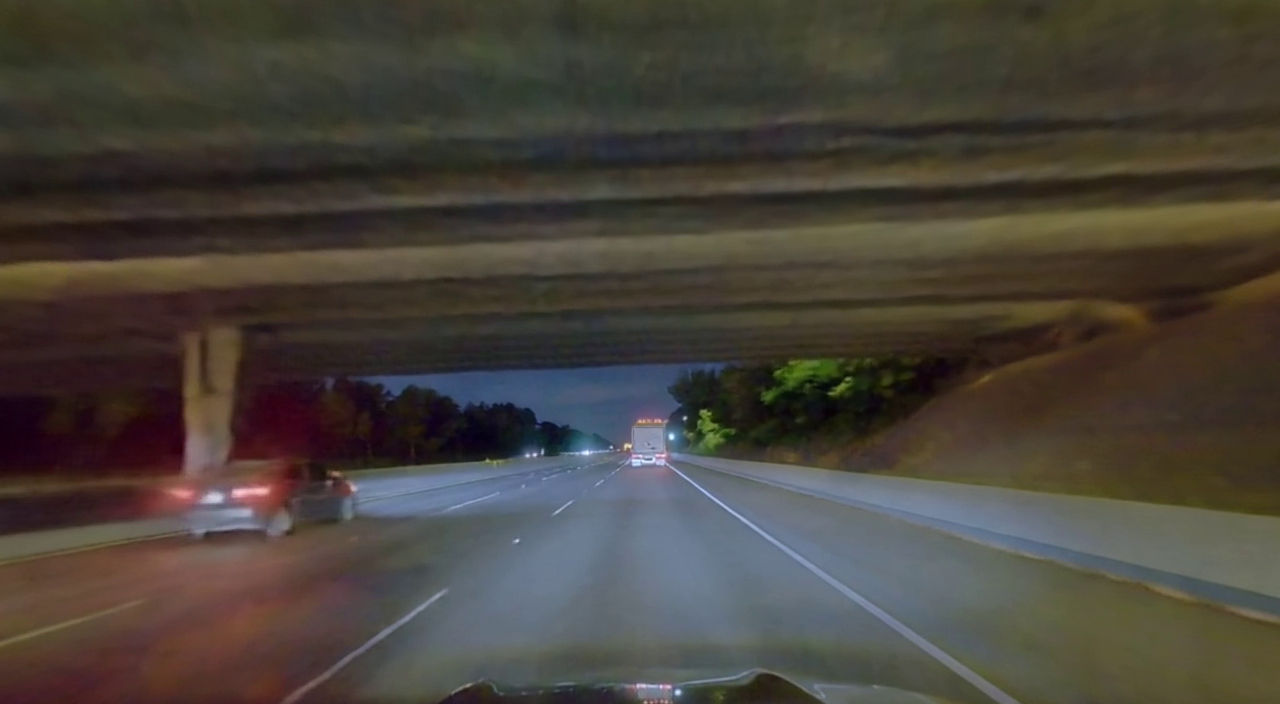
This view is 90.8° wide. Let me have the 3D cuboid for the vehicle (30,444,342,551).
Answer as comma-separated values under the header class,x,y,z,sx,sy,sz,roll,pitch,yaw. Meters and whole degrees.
class,x,y,z,sx,sy,sz,roll,pitch,yaw
vehicle,-7.447,2.389,11.176,1.953,1.452,4.711,0,-9,1
